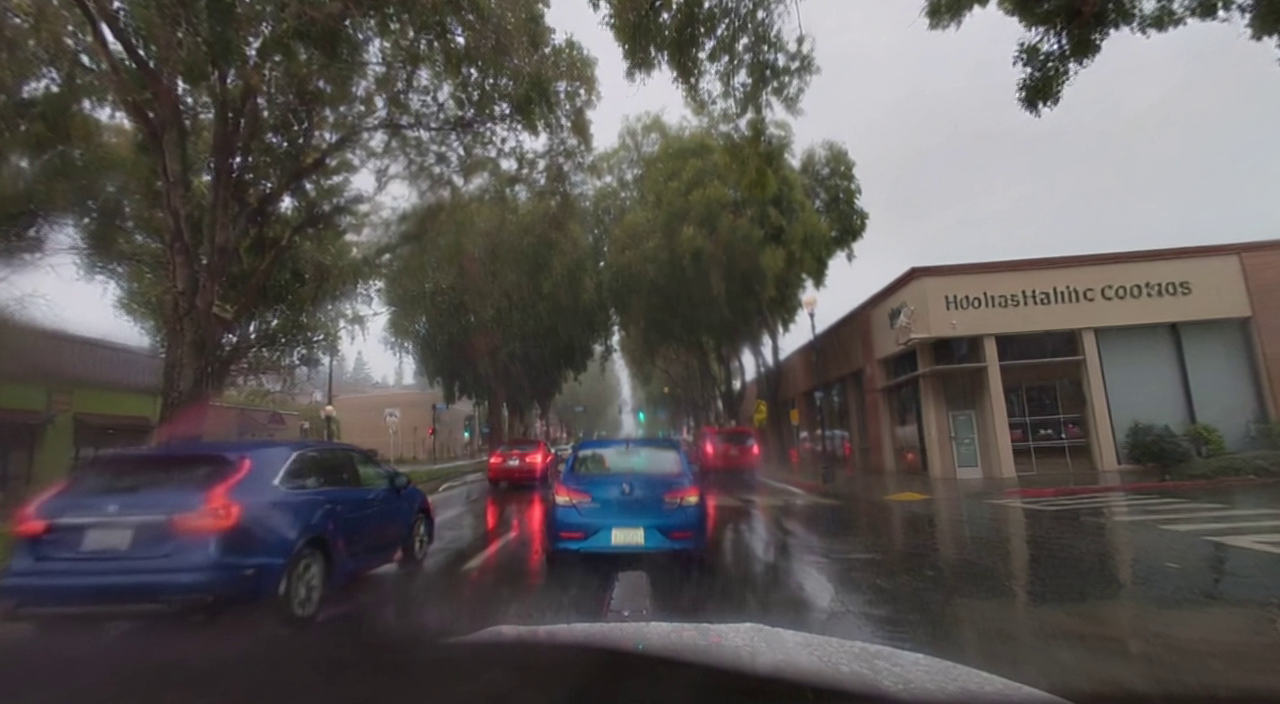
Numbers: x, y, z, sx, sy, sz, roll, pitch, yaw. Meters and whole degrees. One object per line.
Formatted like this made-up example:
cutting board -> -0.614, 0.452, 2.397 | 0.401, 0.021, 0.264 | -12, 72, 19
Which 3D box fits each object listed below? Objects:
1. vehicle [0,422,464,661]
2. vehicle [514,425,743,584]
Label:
vehicle -> -3.405, 1.505, 6.172 | 2.029, 1.456, 4.414 | 0, -9, 1
vehicle -> -0.119, 1.747, 8.040 | 2.160, 1.482, 4.037 | 0, -9, 0
